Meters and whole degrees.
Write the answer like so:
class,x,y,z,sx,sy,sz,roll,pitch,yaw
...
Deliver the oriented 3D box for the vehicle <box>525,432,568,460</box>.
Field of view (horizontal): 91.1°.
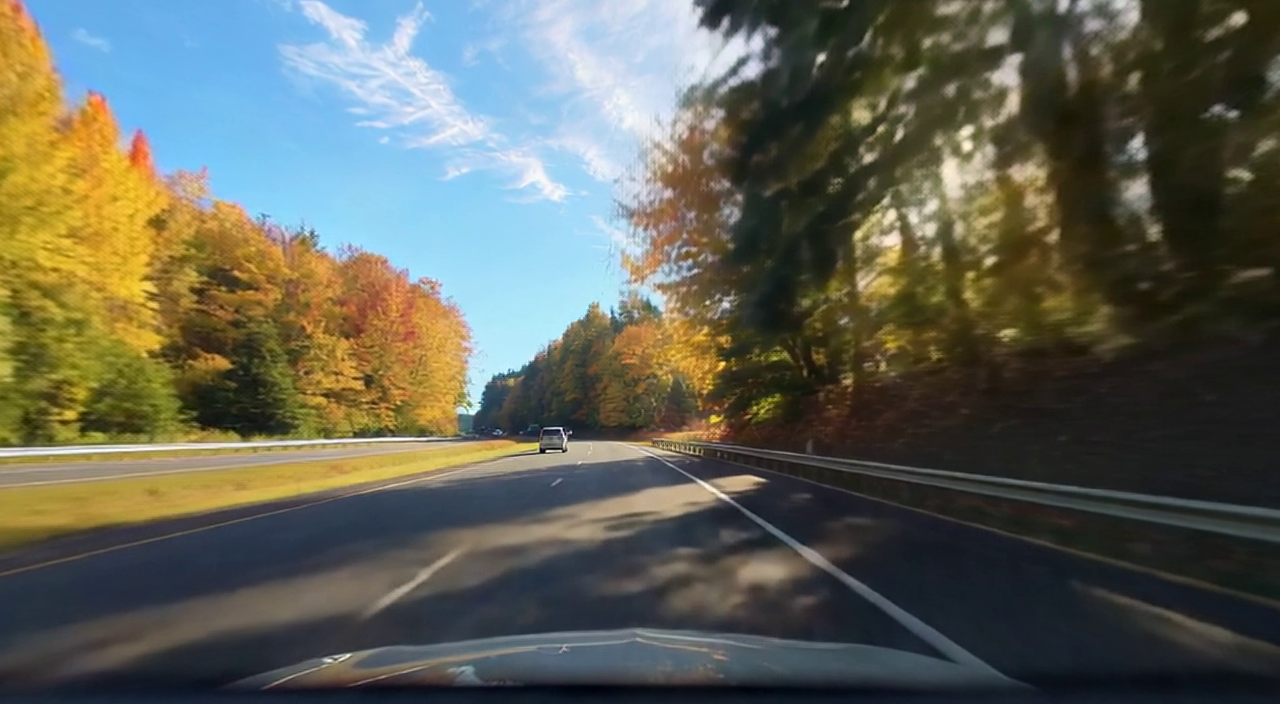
class,x,y,z,sx,sy,sz,roll,pitch,yaw
vehicle,-5.519,5.607,37.692,2.073,1.559,4.393,0,-8,-2
